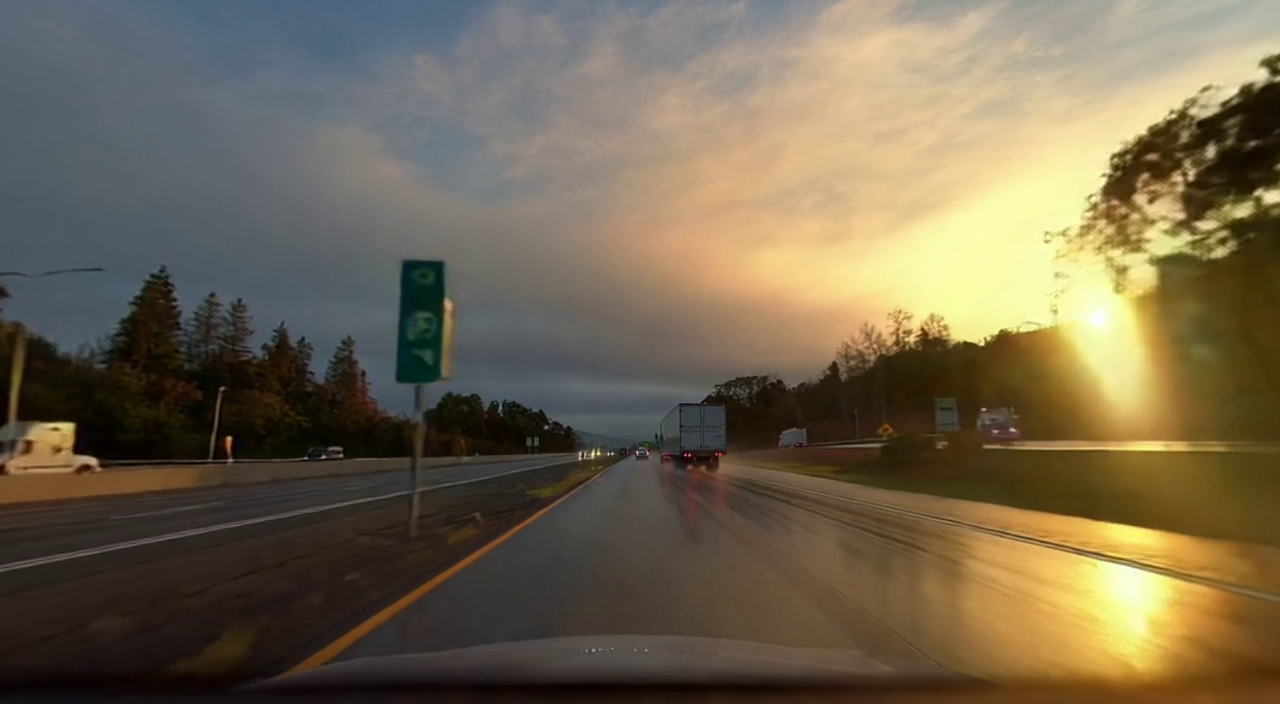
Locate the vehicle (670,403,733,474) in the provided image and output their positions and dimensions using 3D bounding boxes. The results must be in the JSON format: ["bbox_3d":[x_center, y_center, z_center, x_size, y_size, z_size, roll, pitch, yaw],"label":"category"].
[{"bbox_3d":[3.946,6.110,43.779,3.185,4.154,12.638,0,-9,0],"label":"vehicle"}]

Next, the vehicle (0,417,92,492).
[{"bbox_3d":[-28.416,4.693,28.589,2.809,2.981,7.530,3,-10,-23],"label":"vehicle"}]
